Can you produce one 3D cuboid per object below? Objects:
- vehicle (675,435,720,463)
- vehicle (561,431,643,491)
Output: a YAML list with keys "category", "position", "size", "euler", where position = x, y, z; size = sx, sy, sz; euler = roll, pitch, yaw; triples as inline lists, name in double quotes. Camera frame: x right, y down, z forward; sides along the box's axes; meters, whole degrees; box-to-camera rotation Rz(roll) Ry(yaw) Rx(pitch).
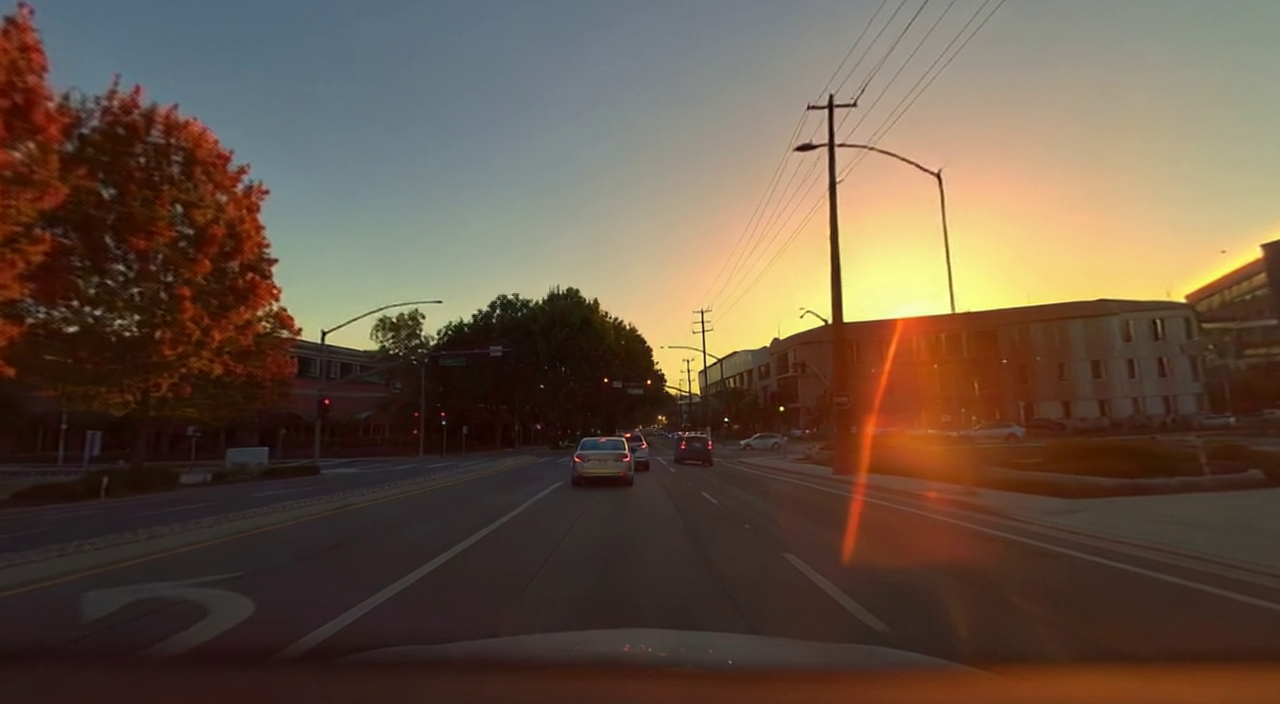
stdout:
- category: "vehicle"
  position: [3.200, 5.478, 35.889]
  size: [1.945, 1.470, 4.363]
  euler: [0, -8, -3]
- category: "vehicle"
  position: [-0.969, 3.056, 18.042]
  size: [2.075, 1.470, 3.962]
  euler: [0, -8, 0]
